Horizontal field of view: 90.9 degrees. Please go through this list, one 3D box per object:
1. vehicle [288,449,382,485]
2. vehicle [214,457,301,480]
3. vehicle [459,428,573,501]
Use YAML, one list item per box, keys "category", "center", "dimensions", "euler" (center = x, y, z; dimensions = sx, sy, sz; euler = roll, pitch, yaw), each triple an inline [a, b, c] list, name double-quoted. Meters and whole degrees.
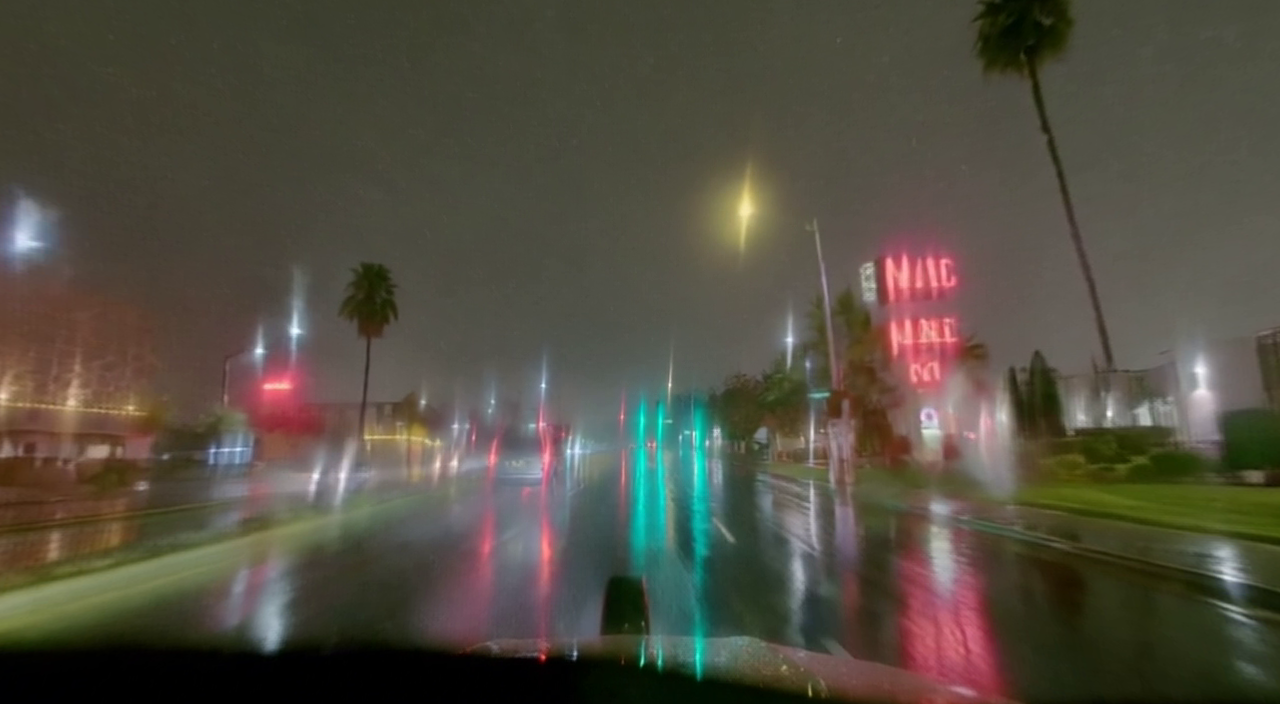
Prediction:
- category: "vehicle"
  center: [-13.915, 5.252, 29.105]
  dimensions: [1.960, 1.462, 4.689]
  euler: [0, -8, 1]
- category: "vehicle"
  center: [-27.041, 8.218, 44.656]
  dimensions: [4.782, 1.473, 2.204]
  euler: [8, -12, -43]
- category: "vehicle"
  center: [-3.138, 2.963, 17.037]
  dimensions: [2.062, 1.693, 4.669]
  euler: [0, -8, 1]
